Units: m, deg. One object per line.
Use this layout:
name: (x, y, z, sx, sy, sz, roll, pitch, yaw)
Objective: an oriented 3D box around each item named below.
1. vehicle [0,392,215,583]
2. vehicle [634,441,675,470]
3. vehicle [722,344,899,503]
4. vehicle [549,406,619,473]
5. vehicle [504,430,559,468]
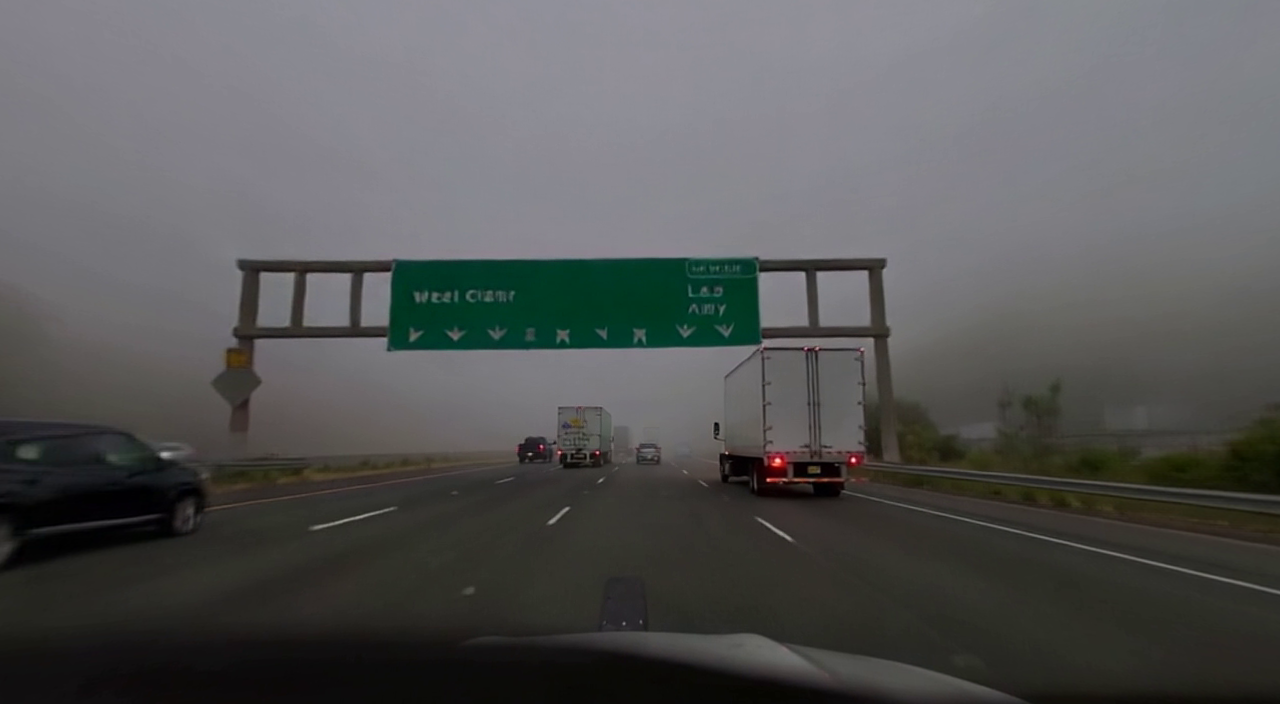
vehicle: (-7.385, 1.381, 6.533, 2.272, 1.850, 5.156, 0, -9, 1)
vehicle: (0.791, 5.602, 34.321, 2.105, 1.502, 4.068, 0, -9, 1)
vehicle: (4.224, 2.113, 17.691, 2.895, 3.484, 7.631, 0, -9, 1)
vehicle: (-2.751, 4.684, 33.596, 2.745, 3.156, 7.608, 0, -9, 2)
vehicle: (-6.664, 6.040, 39.517, 2.322, 2.195, 5.556, 0, -9, 2)
